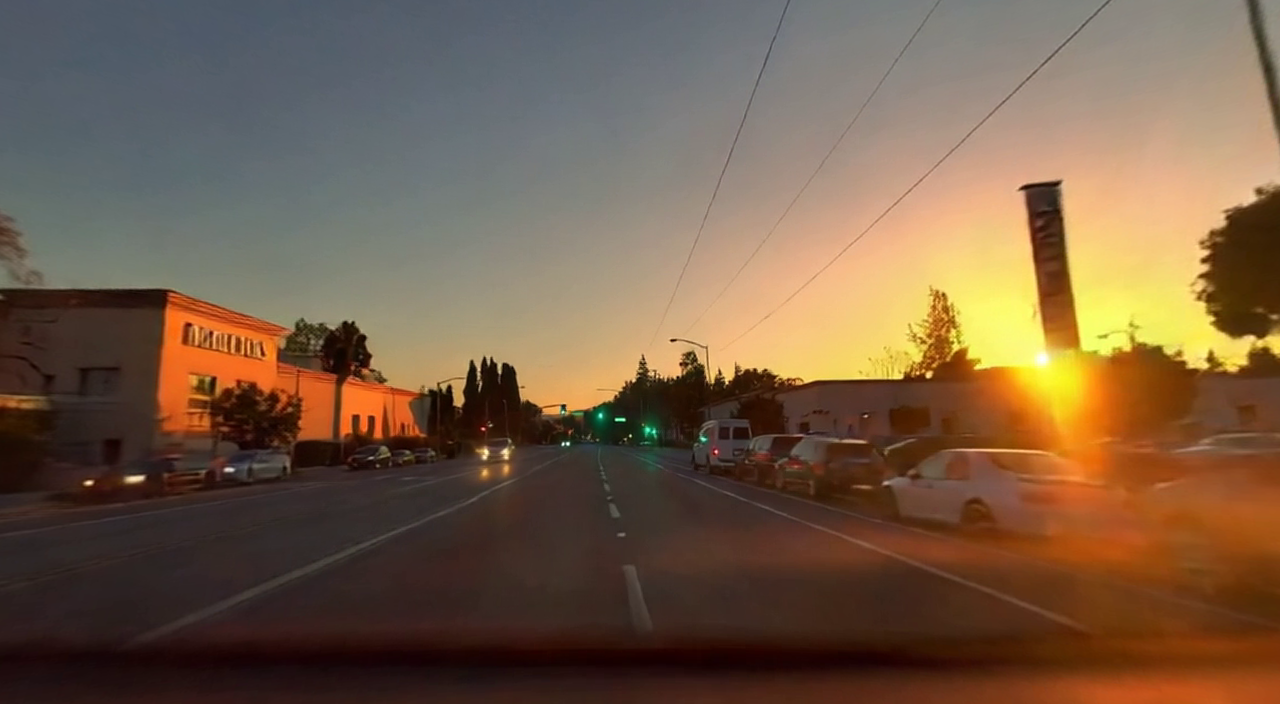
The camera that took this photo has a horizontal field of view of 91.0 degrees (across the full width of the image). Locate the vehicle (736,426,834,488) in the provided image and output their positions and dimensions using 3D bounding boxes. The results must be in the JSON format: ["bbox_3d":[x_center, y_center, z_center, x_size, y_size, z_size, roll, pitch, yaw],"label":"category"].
[{"bbox_3d":[5.136,3.807,23.200,2.002,2.010,5.145,1,-8,-5],"label":"vehicle"}]

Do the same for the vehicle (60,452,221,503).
[{"bbox_3d":[-17.049,4.261,21.852,2.036,1.478,4.615,0,-8,-4],"label":"vehicle"}]

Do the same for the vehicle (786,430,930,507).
[{"bbox_3d":[5.578,3.030,16.834,1.952,1.771,4.385,1,-8,-5],"label":"vehicle"}]

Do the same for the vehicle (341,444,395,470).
[{"bbox_3d":[-18.509,7.161,43.086,2.021,1.695,4.372,1,-8,-4],"label":"vehicle"}]

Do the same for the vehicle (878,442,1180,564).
[{"bbox_3d":[5.758,2.232,10.237,1.902,1.494,4.622,0,-8,-1],"label":"vehicle"}]

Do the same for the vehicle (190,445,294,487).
[{"bbox_3d":[-17.489,4.984,27.935,1.928,1.718,4.279,0,-8,-3],"label":"vehicle"}]

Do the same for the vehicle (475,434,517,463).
[{"bbox_3d":[-10.604,7.125,46.684,2.235,2.023,4.923,1,-8,-4],"label":"vehicle"}]

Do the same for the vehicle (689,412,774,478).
[{"bbox_3d":[4.378,4.584,31.477,2.739,2.866,6.142,-1,-7,-5],"label":"vehicle"}]

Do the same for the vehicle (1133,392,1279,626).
[{"bbox_3d":[6.373,1.070,3.700,2.092,1.887,5.632,1,-8,-4],"label":"vehicle"}]
